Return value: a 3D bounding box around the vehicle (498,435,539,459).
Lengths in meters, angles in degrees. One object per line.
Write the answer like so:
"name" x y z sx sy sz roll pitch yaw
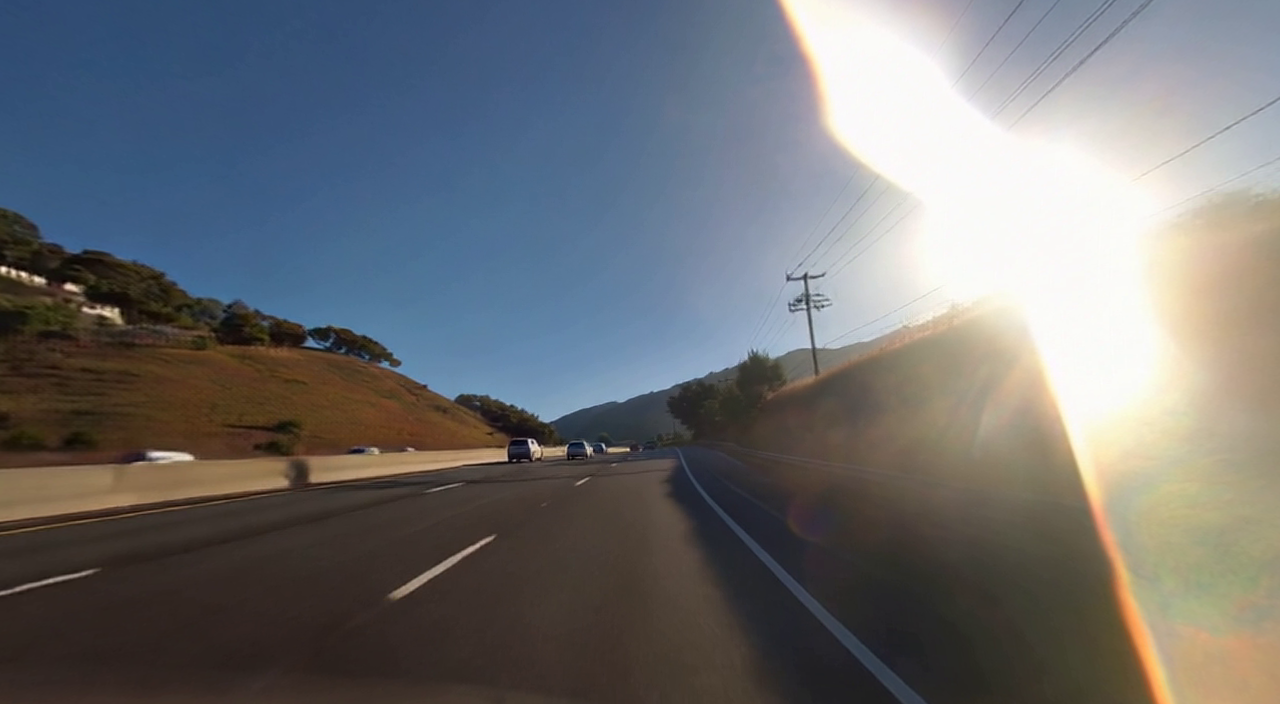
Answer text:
"vehicle" -9.400 7.374 48.864 2.063 1.743 4.392 -1 -8 3

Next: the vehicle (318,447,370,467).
"vehicle" -23.057 8.177 49.064 1.830 1.402 4.168 0 -9 4

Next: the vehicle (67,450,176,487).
"vehicle" -20.977 4.697 25.549 1.517 1.341 3.268 -1 -8 3
